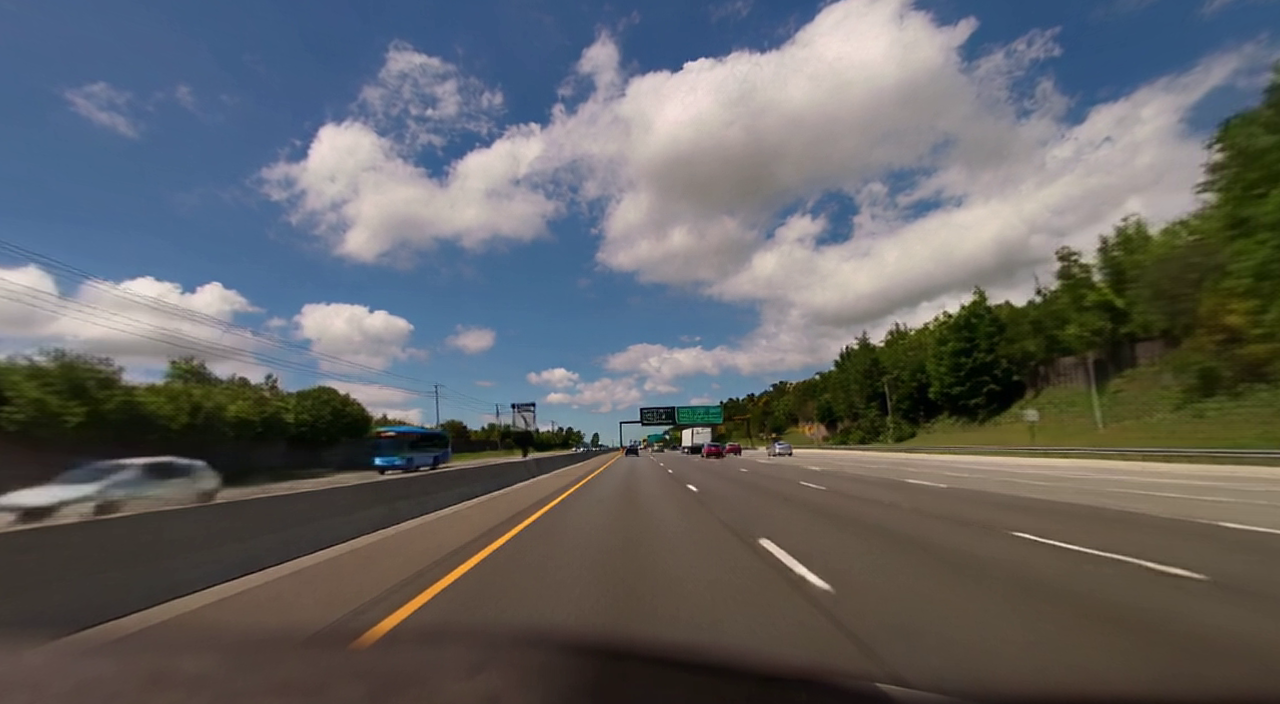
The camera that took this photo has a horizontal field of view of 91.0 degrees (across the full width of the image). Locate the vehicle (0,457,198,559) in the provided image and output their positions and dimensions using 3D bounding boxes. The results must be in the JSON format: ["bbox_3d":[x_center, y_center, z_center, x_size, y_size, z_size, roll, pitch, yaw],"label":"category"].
[{"bbox_3d":[-10.772,2.776,11.874,1.869,1.506,4.205,0,-9,-1],"label":"vehicle"}]
